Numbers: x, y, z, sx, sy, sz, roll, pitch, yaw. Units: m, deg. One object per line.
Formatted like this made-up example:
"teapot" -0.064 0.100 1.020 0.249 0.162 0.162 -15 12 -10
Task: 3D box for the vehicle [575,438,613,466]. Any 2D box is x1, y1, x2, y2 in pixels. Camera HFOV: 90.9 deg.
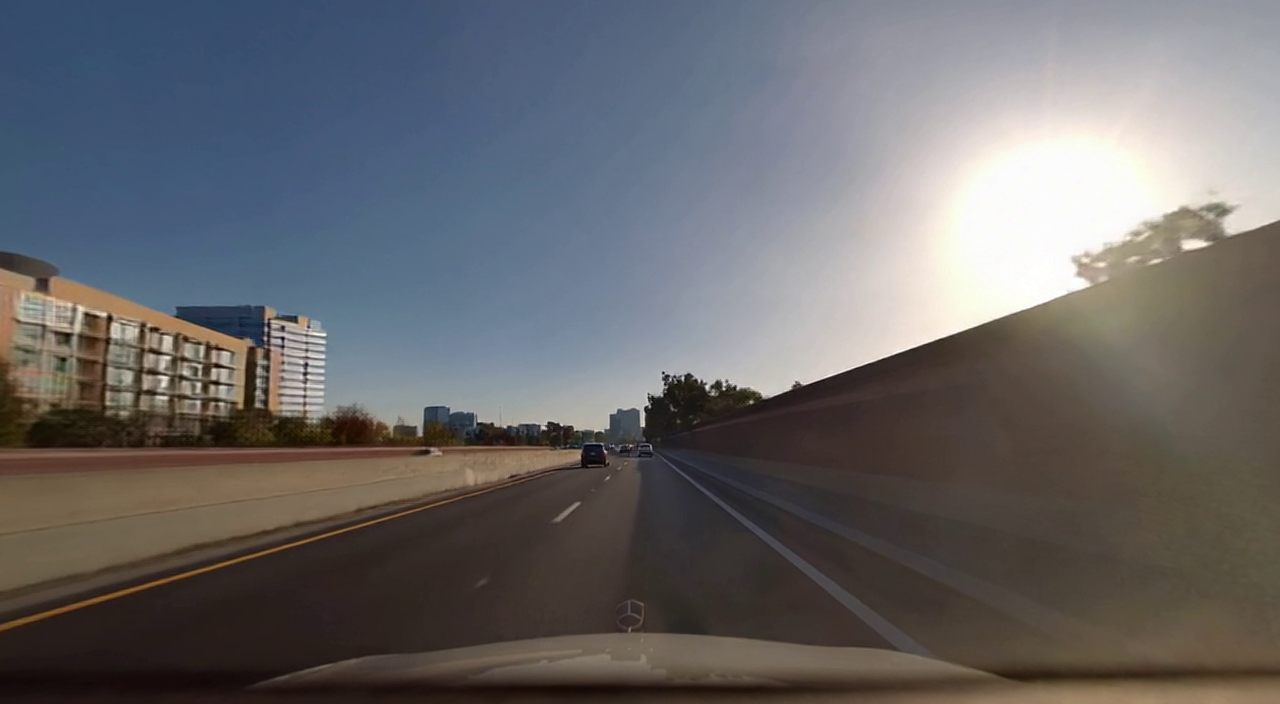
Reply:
"vehicle" -3.169 7.008 44.295 2.159 1.793 5.027 -1 -8 1

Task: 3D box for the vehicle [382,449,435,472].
"vehicle" -16.240 7.607 44.526 1.823 1.464 4.626 -1 -8 2
